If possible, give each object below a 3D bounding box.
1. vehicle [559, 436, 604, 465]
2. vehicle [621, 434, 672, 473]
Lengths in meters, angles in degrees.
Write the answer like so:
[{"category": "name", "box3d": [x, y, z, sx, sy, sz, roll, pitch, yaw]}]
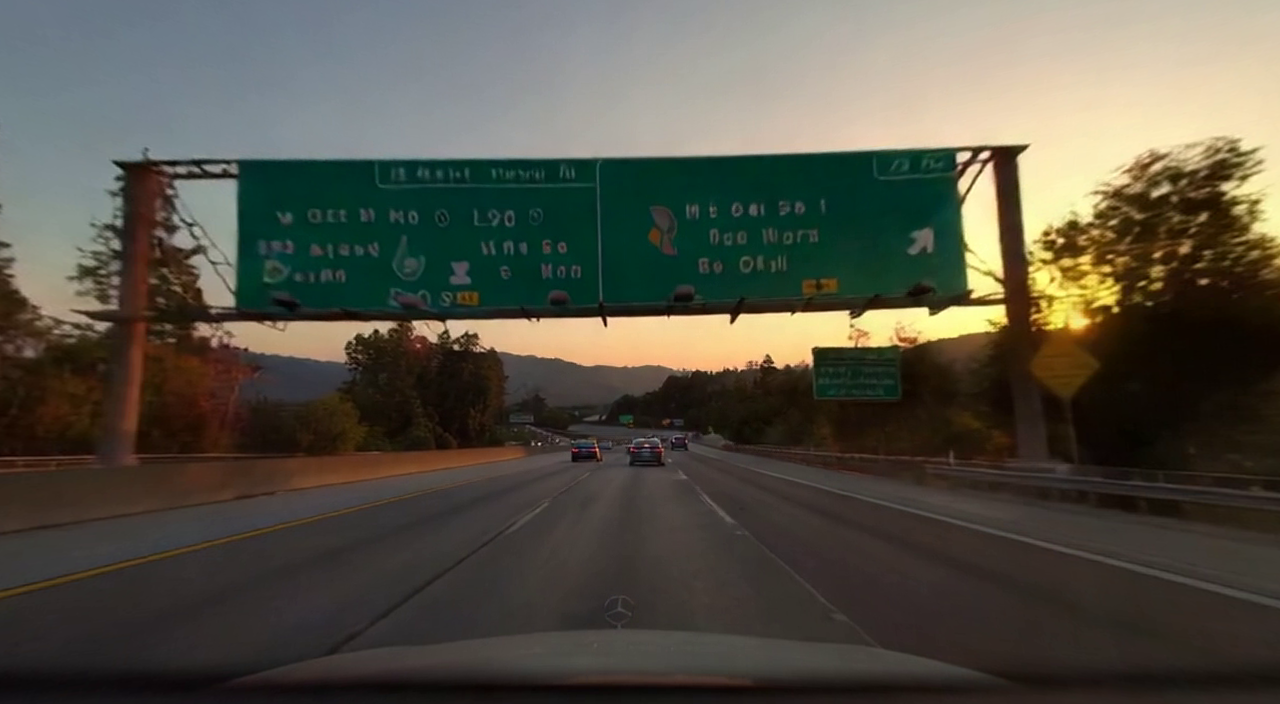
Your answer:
[{"category": "vehicle", "box3d": [-3.371, 5.759, 37.000, 2.066, 1.561, 4.495, 0, -8, 1]}, {"category": "vehicle", "box3d": [0.258, 4.365, 27.204, 2.049, 1.542, 3.816, 0, -8, 0]}]
